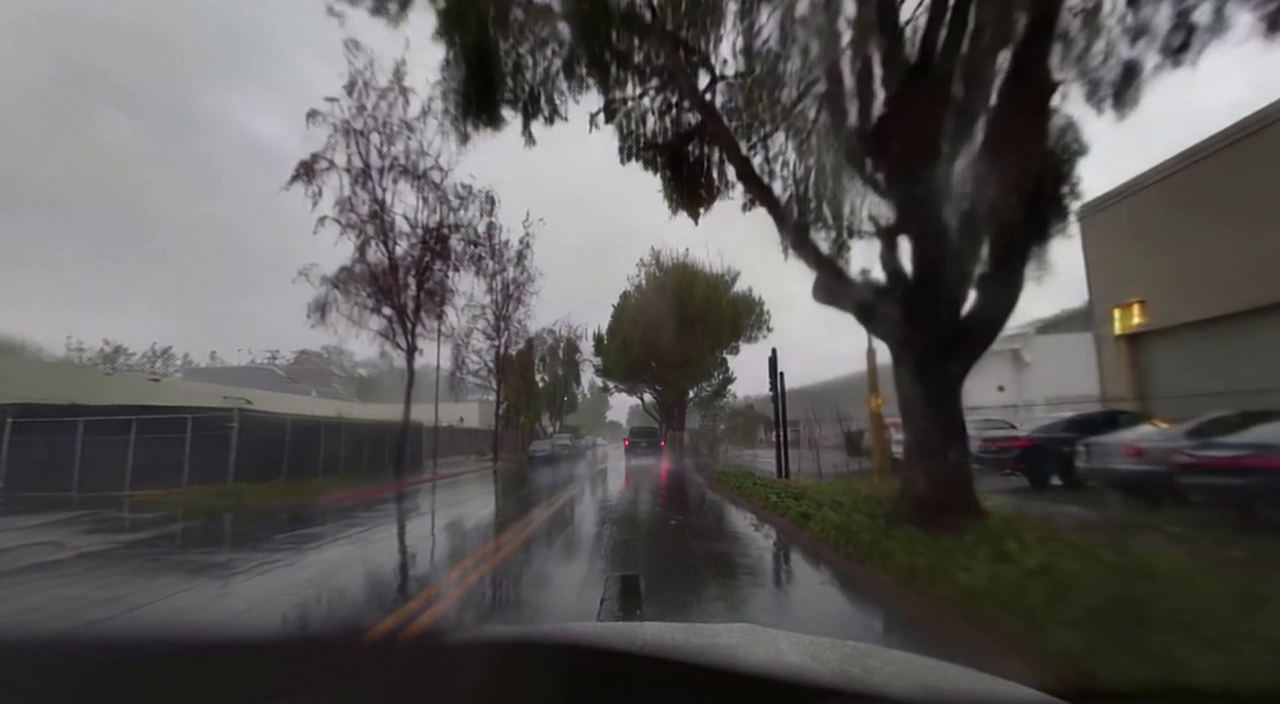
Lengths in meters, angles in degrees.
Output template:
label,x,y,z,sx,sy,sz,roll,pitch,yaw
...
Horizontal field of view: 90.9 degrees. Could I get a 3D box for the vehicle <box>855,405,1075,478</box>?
label,x,y,z,sx,sy,sz,roll,pitch,yaw
vehicle,8.411,2.414,16.666,4.616,1.500,1.963,-4,-11,0

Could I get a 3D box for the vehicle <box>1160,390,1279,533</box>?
label,x,y,z,sx,sy,sz,roll,pitch,yaw
vehicle,8.995,1.156,7.039,4.661,1.480,1.930,-1,-9,-2

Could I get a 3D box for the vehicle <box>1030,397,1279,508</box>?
label,x,y,z,sx,sy,sz,roll,pitch,yaw
vehicle,8.669,1.491,9.482,4.239,1.460,1.984,0,-9,-1

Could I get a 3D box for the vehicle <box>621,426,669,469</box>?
label,x,y,z,sx,sy,sz,roll,pitch,yaw
vehicle,0.250,4.539,30.201,2.152,1.874,4.042,0,-8,1

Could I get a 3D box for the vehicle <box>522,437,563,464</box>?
label,x,y,z,sx,sy,sz,roll,pitch,yaw
vehicle,-6.007,6.146,39.202,1.938,1.500,4.130,-3,-10,-1
